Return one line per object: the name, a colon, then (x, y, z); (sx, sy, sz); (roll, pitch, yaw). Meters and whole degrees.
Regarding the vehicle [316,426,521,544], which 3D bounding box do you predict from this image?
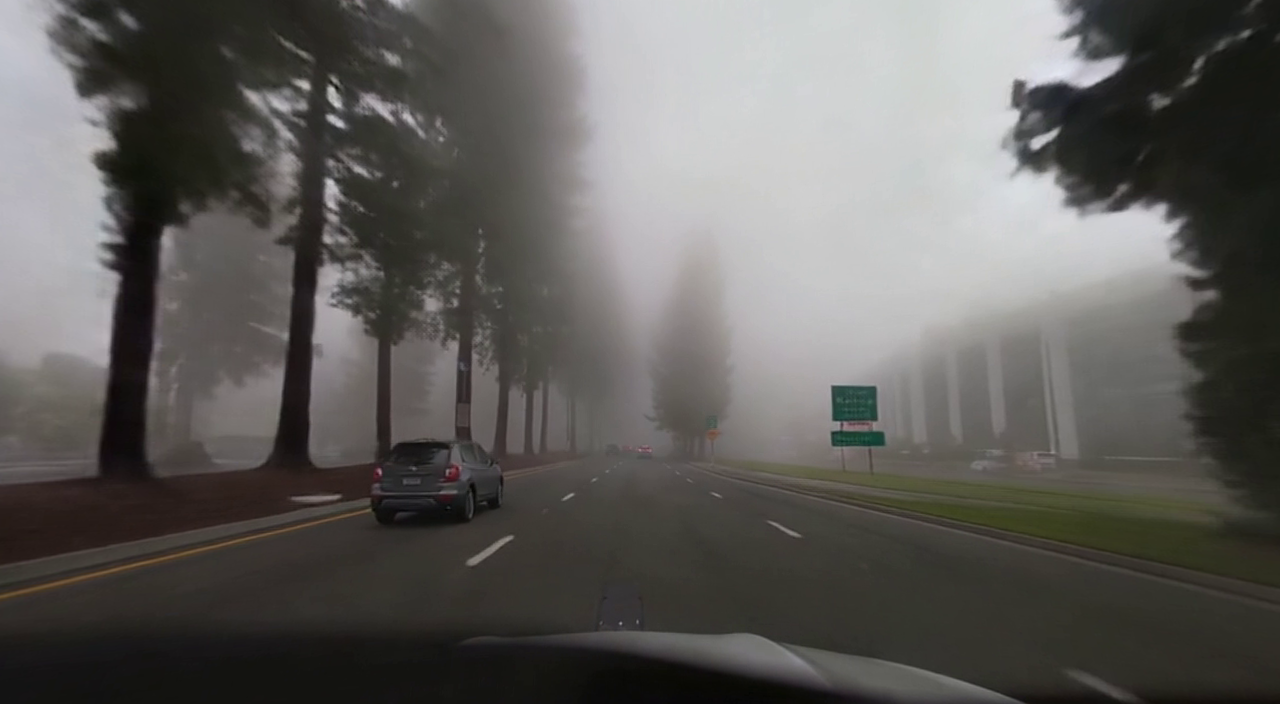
vehicle: (-3.410, 2.128, 10.732); (1.942, 1.588, 4.172); (0, -9, 0)
